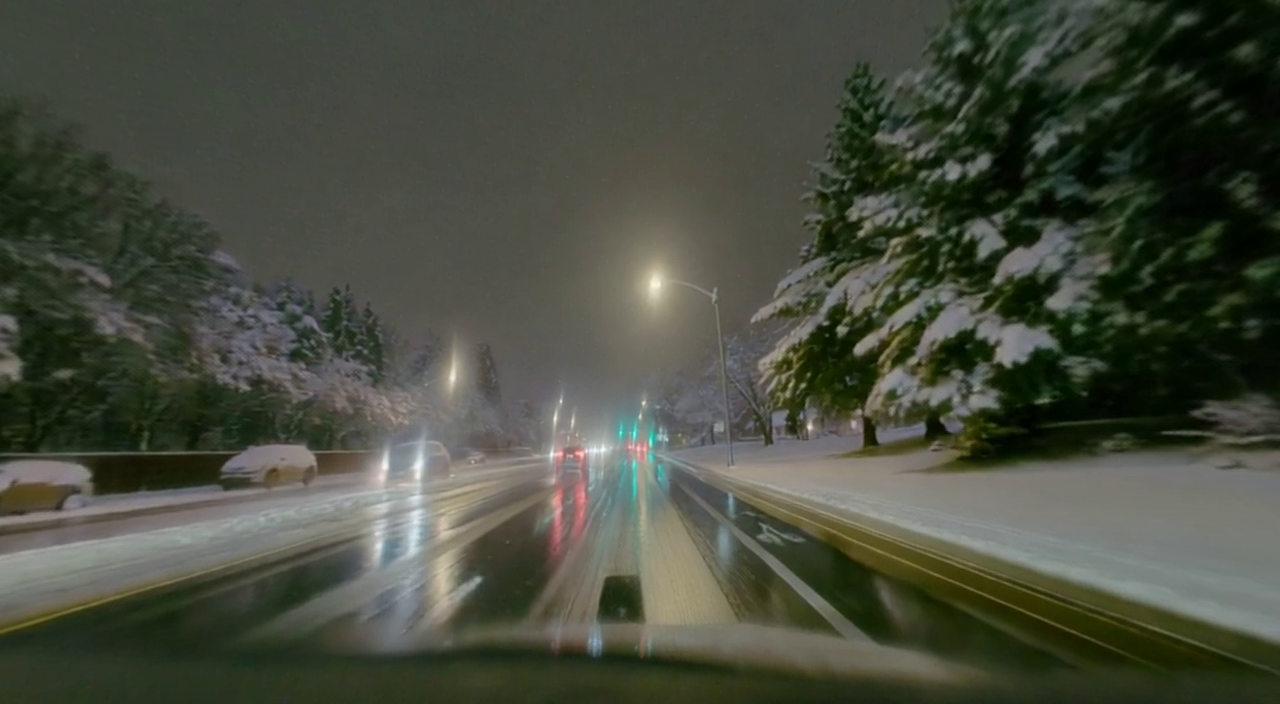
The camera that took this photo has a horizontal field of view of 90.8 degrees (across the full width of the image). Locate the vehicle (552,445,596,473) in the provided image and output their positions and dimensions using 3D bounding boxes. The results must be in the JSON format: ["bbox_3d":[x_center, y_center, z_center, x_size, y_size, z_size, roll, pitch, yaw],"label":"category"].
[{"bbox_3d":[-3.530,5.810,34.532,1.992,1.447,4.044,0,-9,0],"label":"vehicle"}]

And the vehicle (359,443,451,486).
[{"bbox_3d":[-10.135,4.874,27.728,2.168,1.703,4.753,0,-9,0],"label":"vehicle"}]

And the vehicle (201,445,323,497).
[{"bbox_3d":[-17.467,5.465,29.651,2.255,1.987,5.723,-4,-8,1],"label":"vehicle"}]
